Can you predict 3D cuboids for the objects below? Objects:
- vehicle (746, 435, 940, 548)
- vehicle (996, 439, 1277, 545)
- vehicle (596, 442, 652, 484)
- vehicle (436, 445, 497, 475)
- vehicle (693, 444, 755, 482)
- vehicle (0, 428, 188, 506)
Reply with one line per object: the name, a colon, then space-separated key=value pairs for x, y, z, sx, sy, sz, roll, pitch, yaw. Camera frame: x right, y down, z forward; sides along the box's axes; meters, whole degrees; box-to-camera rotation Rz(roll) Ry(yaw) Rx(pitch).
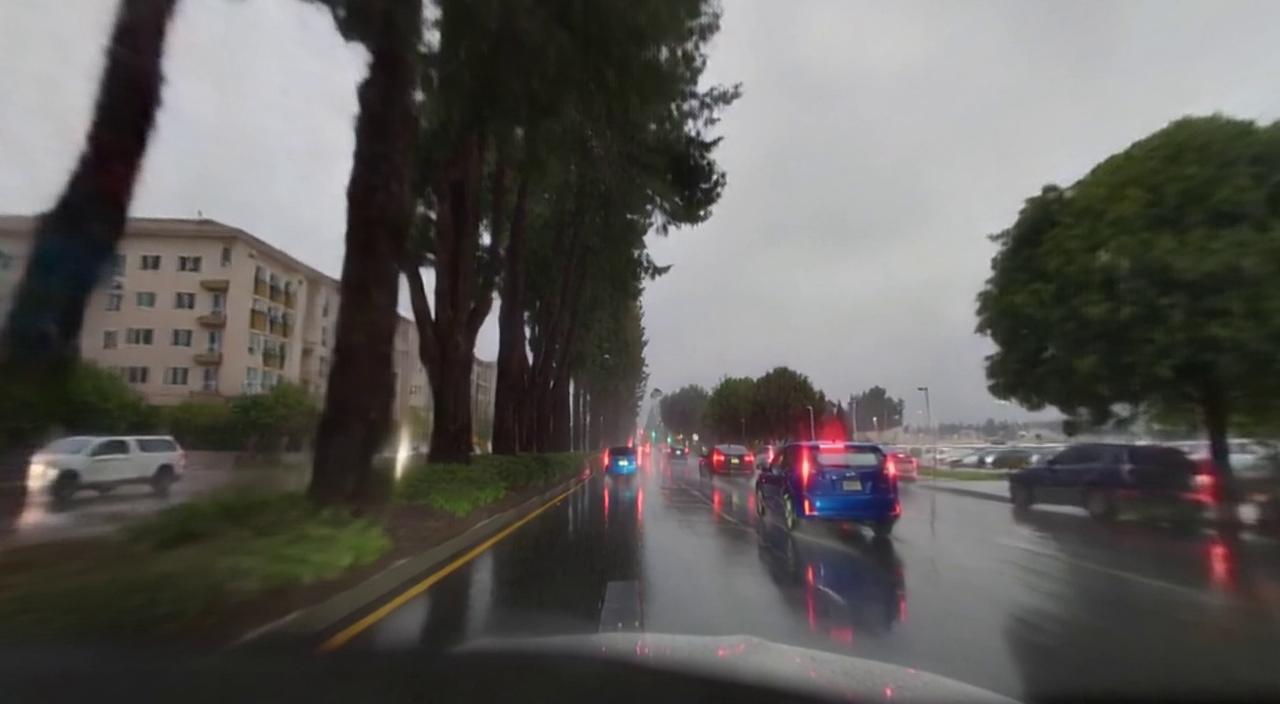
vehicle: x=3.062 y=2.176 z=10.482 sx=1.852 sy=1.498 sz=3.825 roll=0 pitch=-9 yaw=-1
vehicle: x=8.776 y=2.453 z=11.921 sx=2.127 sy=1.546 sz=4.828 roll=-2 pitch=-9 yaw=11
vehicle: x=-0.594 y=4.244 z=24.458 sx=1.994 sy=1.479 sz=3.647 roll=0 pitch=-9 yaw=0
vehicle: x=-9.033 y=5.633 z=33.227 sx=1.943 sy=1.483 sz=4.439 roll=0 pitch=-9 yaw=0
vehicle: x=3.377 y=4.532 z=26.108 sx=1.908 sy=1.453 sz=4.230 roll=0 pitch=-9 yaw=-1
vehicle: x=-15.940 y=3.209 z=18.037 sx=2.108 sy=1.876 sz=5.260 roll=0 pitch=-9 yaw=0
